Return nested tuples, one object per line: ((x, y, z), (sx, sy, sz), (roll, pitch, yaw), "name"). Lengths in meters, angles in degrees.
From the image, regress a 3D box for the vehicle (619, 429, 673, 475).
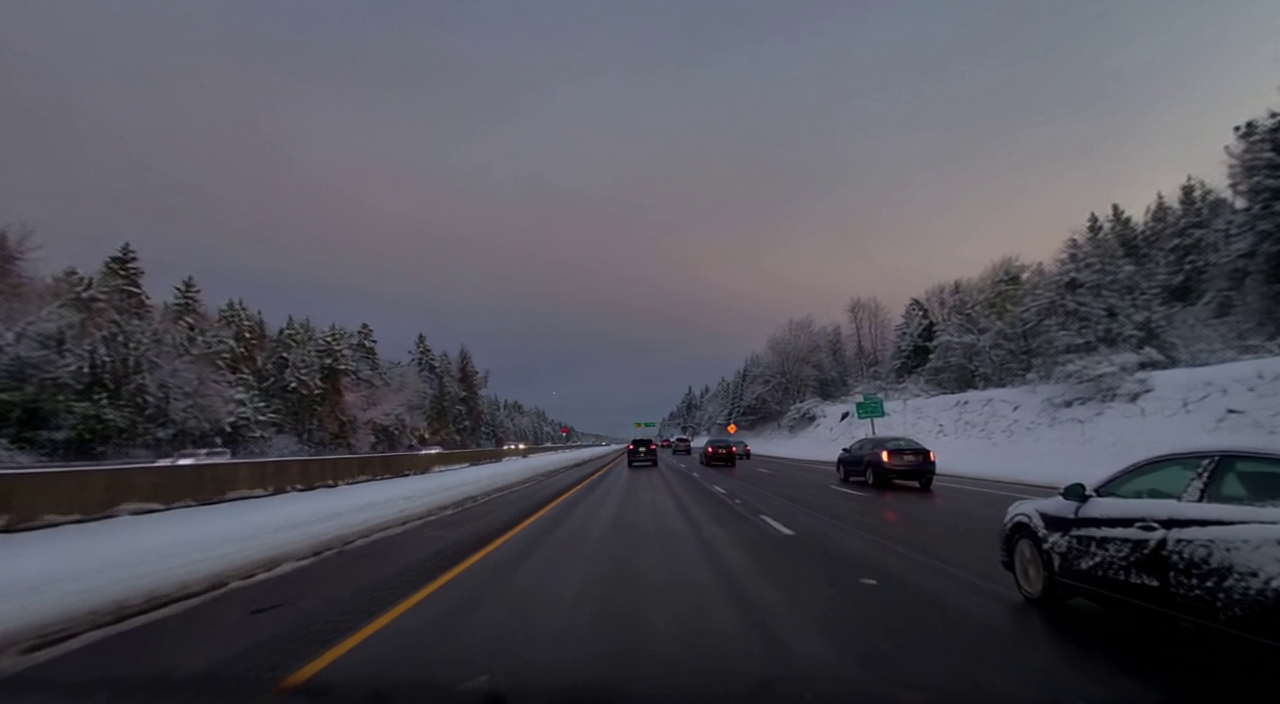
((0.235, 4.400, 27.934), (2.189, 1.852, 4.038), (0, -8, 0), "vehicle")

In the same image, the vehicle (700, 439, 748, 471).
((4.201, 5.213, 32.142), (1.825, 1.487, 4.034), (0, -8, -1), "vehicle")

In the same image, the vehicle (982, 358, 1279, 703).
((3.742, 0.876, 2.801), (2.003, 1.661, 4.418), (-1, -8, 1), "vehicle")

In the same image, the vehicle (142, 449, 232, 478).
((-27.425, 6.735, 38.370), (1.964, 1.614, 4.627), (-1, -8, 1), "vehicle")

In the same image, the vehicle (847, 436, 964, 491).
((8.090, 3.404, 19.676), (1.810, 1.516, 4.183), (0, -8, 0), "vehicle")
